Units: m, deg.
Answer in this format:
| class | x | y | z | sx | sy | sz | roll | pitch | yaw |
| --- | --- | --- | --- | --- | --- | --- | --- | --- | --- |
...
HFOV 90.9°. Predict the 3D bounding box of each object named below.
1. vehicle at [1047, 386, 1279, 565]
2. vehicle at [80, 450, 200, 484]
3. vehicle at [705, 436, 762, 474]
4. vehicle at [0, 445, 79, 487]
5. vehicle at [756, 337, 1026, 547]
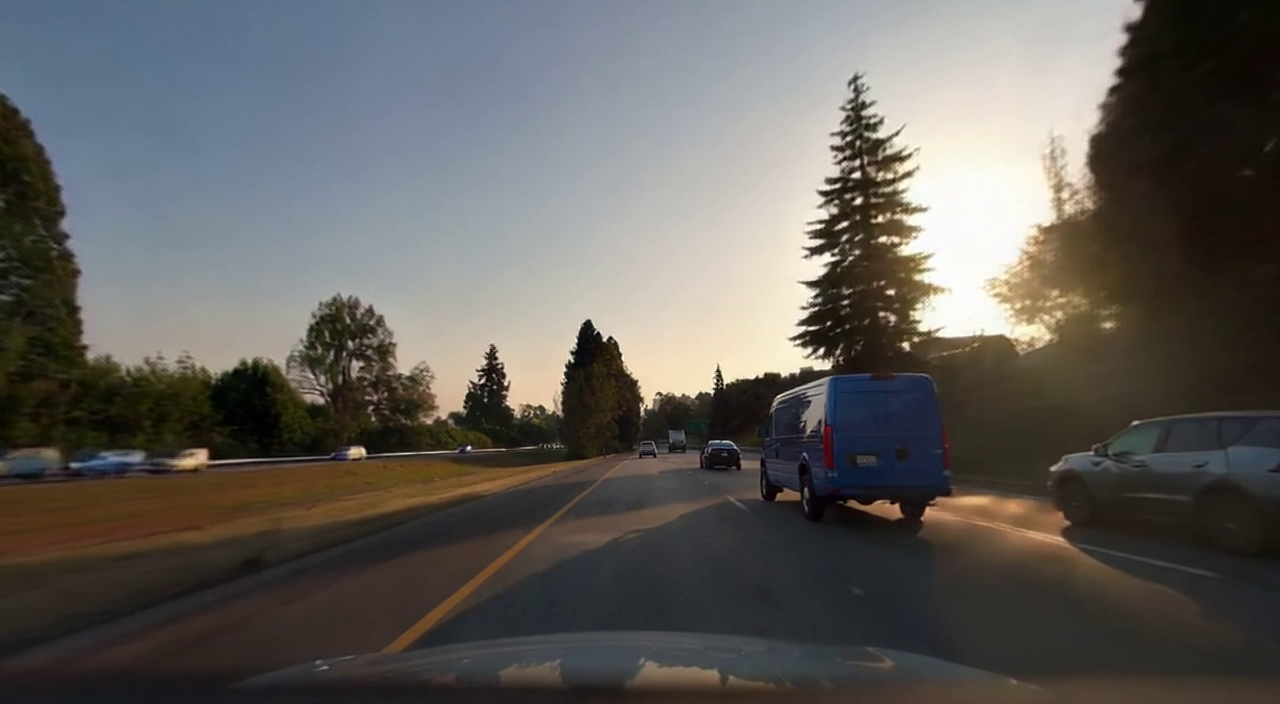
| class | x | y | z | sx | sy | sz | roll | pitch | yaw |
| --- | --- | --- | --- | --- | --- | --- | --- | --- | --- |
| vehicle | 8.003 | 1.544 | 8.252 | 2.212 | 1.902 | 4.654 | 0 | -8 | 0 |
| vehicle | -24.469 | 5.618 | 31.140 | 1.914 | 1.494 | 4.844 | 0 | -8 | 1 |
| vehicle | 4.437 | 4.943 | 30.478 | 2.034 | 1.651 | 4.342 | 0 | -8 | 0 |
| vehicle | -31.612 | 5.597 | 31.164 | 2.282 | 1.999 | 5.942 | 0 | -8 | 0 |
| vehicle | 3.725 | 1.558 | 11.045 | 2.302 | 2.670 | 5.912 | 0 | -8 | 1 |
